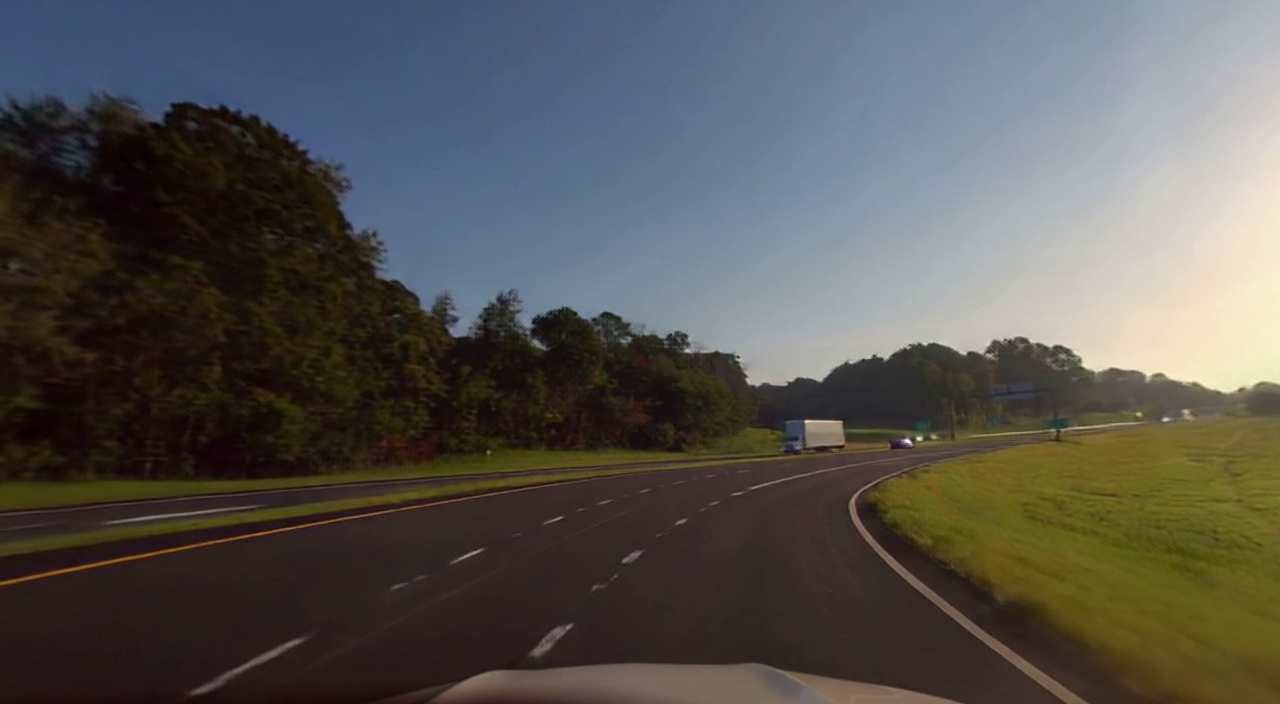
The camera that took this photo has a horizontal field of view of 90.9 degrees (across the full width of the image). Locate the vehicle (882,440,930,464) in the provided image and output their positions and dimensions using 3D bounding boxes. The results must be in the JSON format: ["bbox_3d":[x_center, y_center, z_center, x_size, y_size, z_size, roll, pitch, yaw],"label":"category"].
[{"bbox_3d":[16.616,6.213,39.234,1.807,1.427,3.645,-7,-11,36],"label":"vehicle"}]
